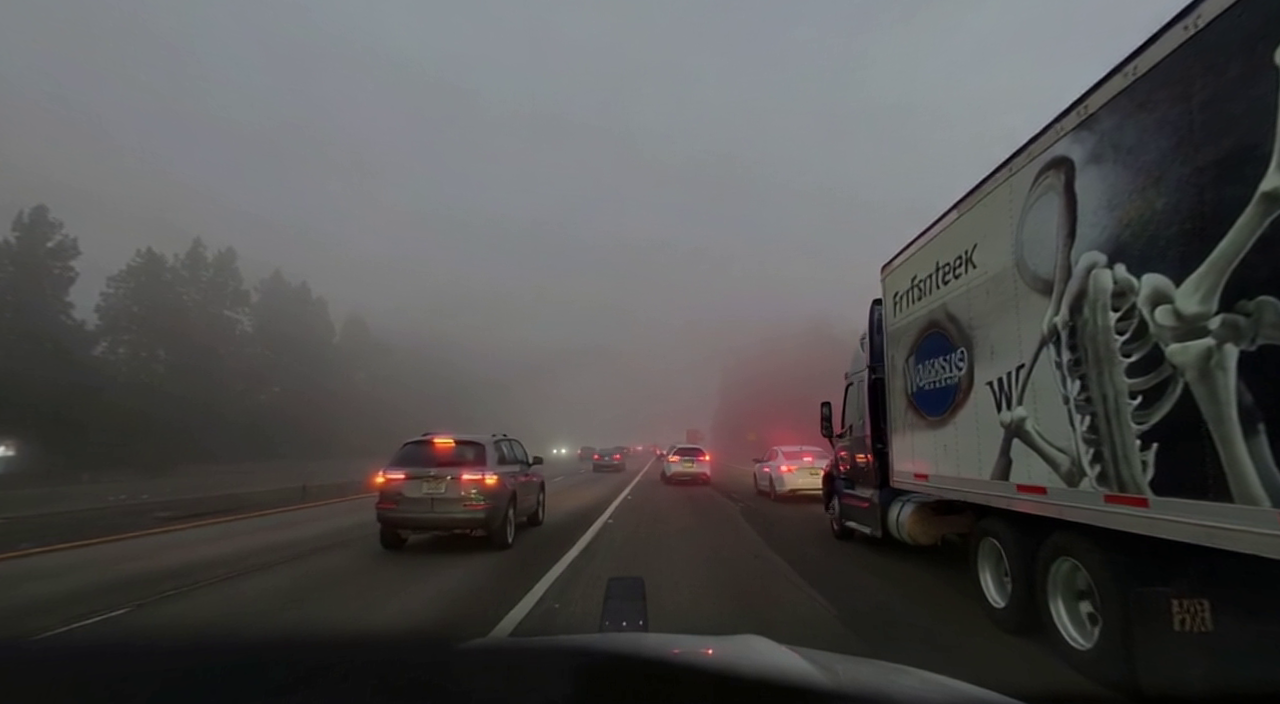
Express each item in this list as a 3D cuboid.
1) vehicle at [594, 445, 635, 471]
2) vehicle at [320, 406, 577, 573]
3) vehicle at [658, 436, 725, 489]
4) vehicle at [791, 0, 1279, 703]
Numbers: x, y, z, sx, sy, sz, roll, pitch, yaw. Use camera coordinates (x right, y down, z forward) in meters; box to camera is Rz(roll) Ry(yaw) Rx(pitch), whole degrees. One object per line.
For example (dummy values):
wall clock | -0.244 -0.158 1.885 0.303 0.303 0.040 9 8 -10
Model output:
vehicle | -1.458 6.254 37.563 2.036 1.441 4.253 -1 -8 2
vehicle | -2.341 1.860 9.314 2.153 1.805 4.631 -1 -9 3
vehicle | 1.776 3.984 23.123 2.156 1.701 4.494 -1 -8 2
vehicle | 3.684 0.519 4.859 2.987 3.212 9.311 -1 -8 2
